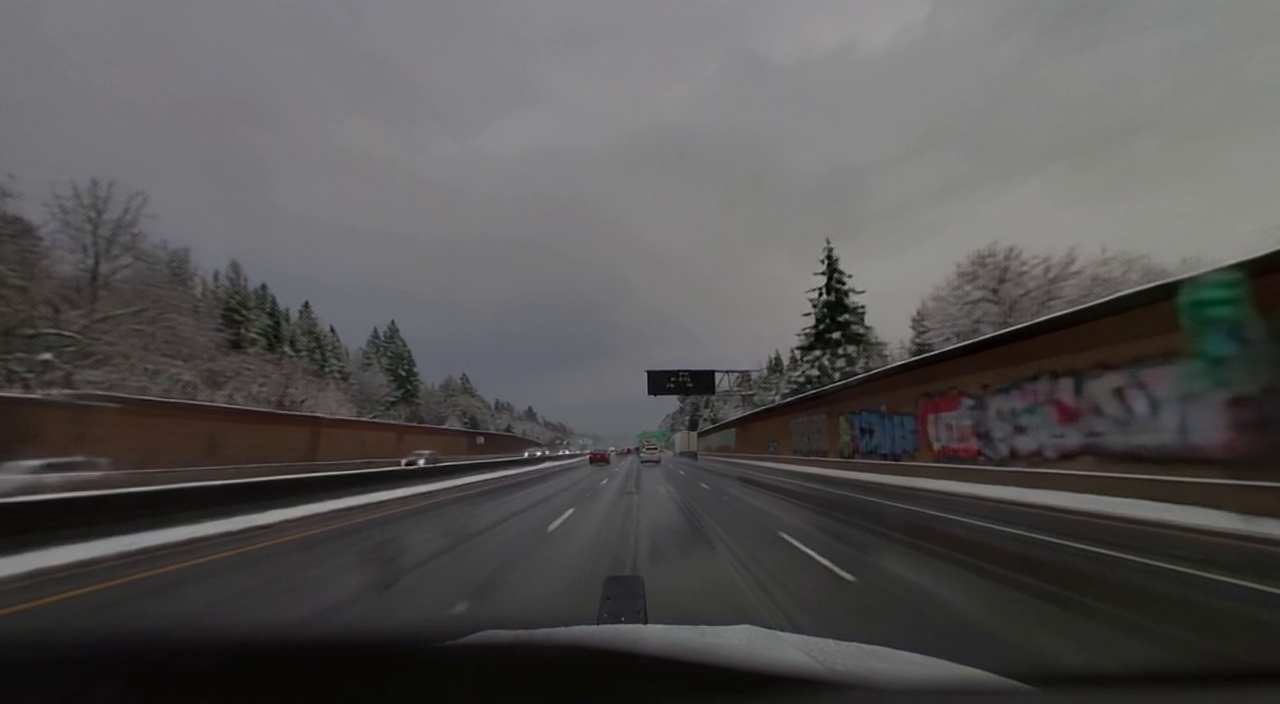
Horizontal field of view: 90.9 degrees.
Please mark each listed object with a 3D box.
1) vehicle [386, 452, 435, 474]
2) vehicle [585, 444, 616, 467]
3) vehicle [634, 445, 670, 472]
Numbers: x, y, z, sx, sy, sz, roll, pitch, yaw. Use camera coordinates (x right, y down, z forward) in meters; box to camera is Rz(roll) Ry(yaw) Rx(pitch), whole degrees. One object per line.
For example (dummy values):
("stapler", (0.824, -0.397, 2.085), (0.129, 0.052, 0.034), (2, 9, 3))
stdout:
("vehicle", (-16.346, 7.903, 45.116), (1.884, 1.462, 4.122), (0, -9, 0))
("vehicle", (-2.971, 7.937, 48.500), (2.095, 1.671, 4.193), (0, -9, 0))
("vehicle", (0.661, 6.282, 37.216), (2.009, 1.506, 4.091), (0, -9, 0))
